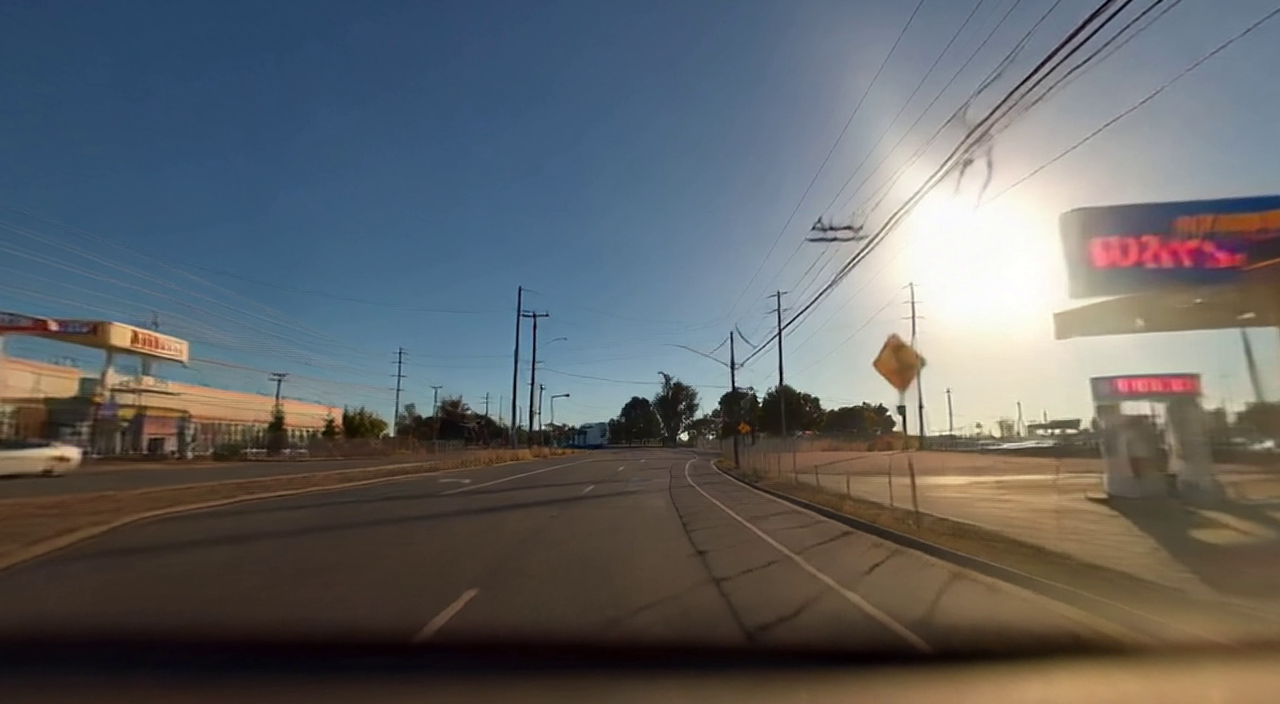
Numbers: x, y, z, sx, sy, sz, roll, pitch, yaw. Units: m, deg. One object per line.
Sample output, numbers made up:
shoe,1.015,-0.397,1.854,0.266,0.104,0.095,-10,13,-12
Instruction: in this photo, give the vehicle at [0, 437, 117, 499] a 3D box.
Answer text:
vehicle,-18.017,3.274,18.015,2.011,1.646,4.522,0,-9,3
